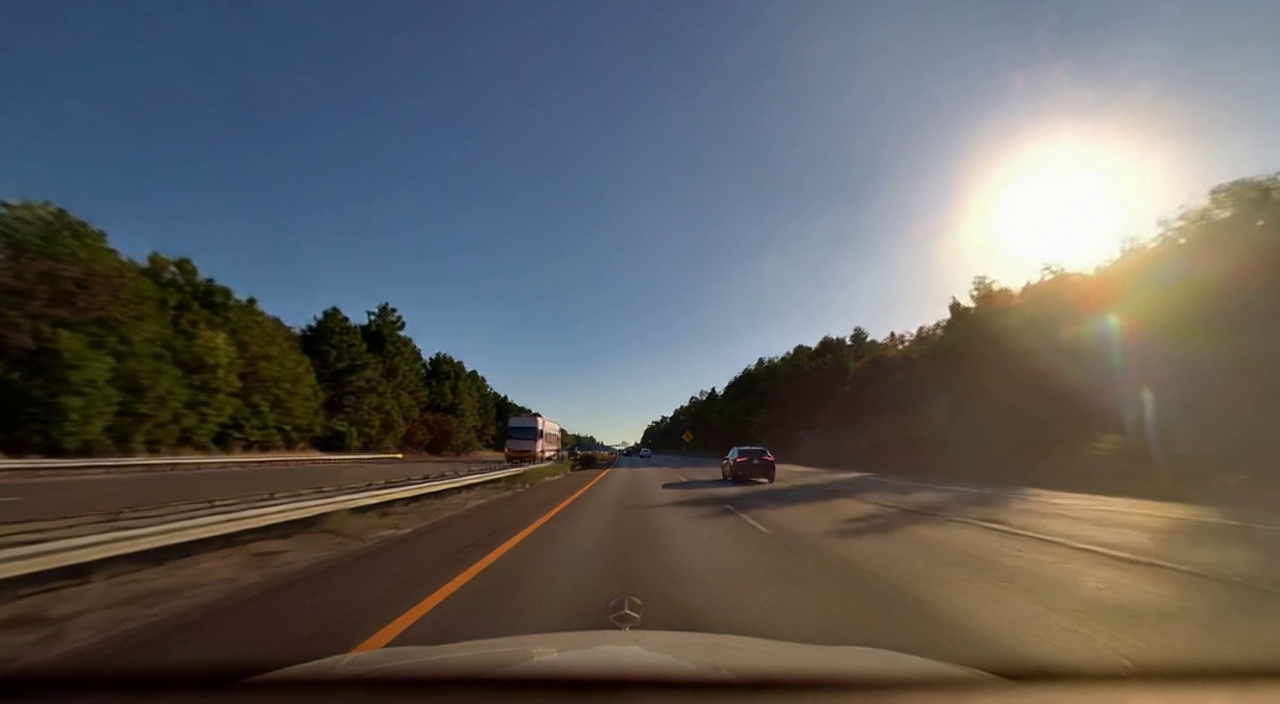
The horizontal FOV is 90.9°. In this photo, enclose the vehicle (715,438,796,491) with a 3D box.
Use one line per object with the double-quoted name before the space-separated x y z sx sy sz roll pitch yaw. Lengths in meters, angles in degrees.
"vehicle" 3.945 3.911 22.273 1.933 1.663 4.440 0 -9 -1
